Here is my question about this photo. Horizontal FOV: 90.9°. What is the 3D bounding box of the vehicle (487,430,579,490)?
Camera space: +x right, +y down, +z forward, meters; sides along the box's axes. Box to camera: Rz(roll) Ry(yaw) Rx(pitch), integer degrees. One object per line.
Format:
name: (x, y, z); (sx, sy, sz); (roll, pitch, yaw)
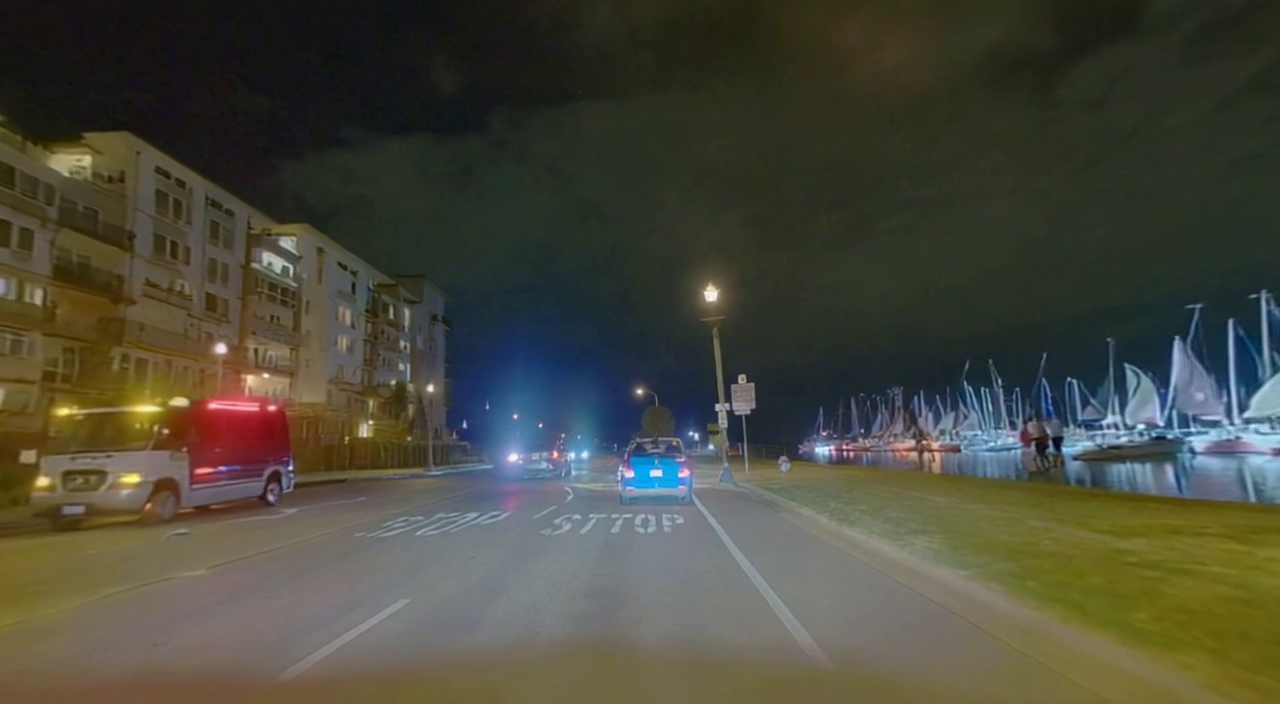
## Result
vehicle: (-3.229, 3.368, 19.925); (2.056, 1.680, 4.205); (-1, -9, 1)

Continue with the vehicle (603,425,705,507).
vehicle: (0.288, 2.595, 14.685); (2.057, 1.624, 3.726); (0, -9, 0)

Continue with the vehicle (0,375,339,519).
vehicle: (-13.207, 2.873, 19.211); (2.924, 3.288, 9.352); (-1, -9, 4)
